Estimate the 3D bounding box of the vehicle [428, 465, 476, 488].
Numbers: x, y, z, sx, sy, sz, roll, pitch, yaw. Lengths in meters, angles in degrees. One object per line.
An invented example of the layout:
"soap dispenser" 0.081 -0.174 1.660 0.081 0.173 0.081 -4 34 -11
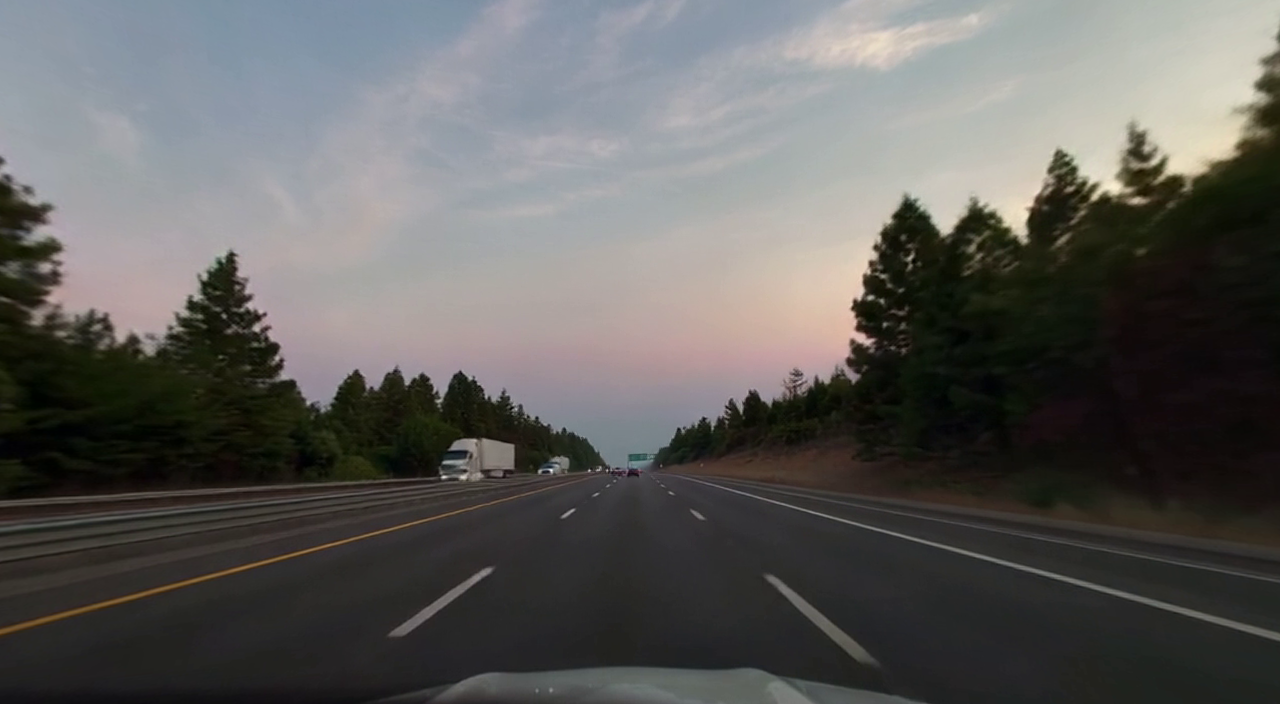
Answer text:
"vehicle" -12.186 8.100 41.043 1.961 1.374 3.513 0 -11 1
